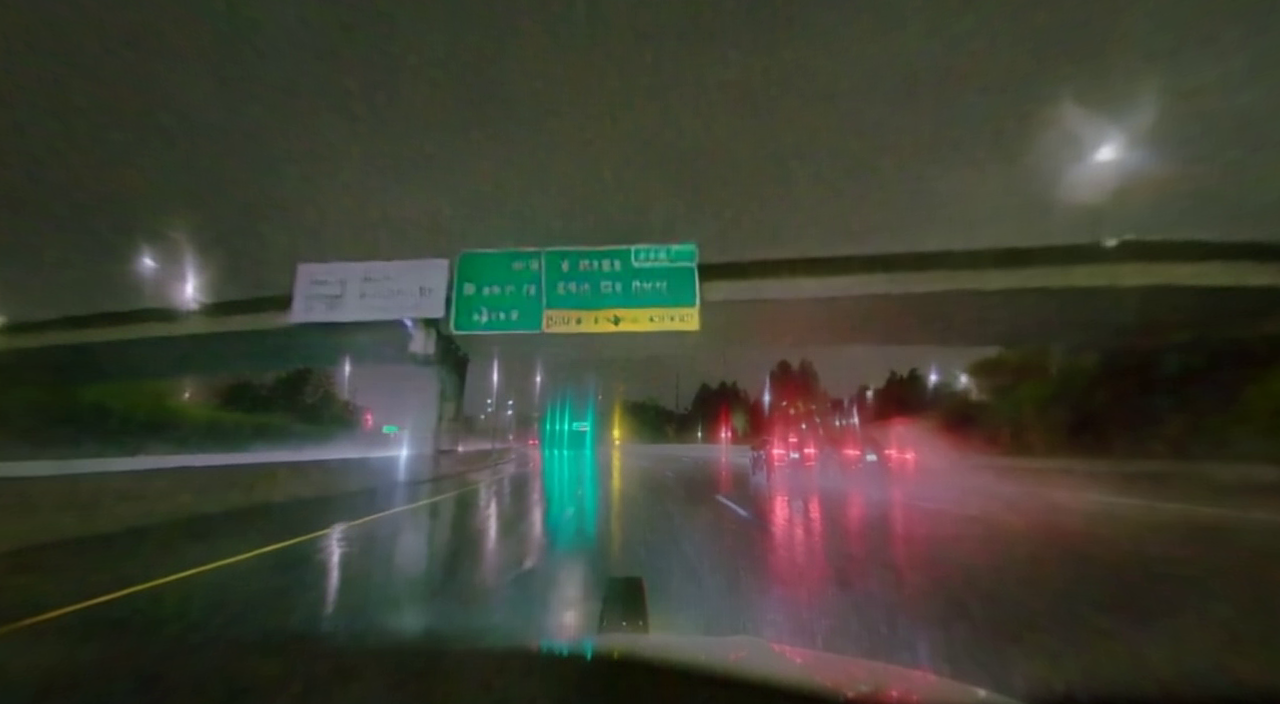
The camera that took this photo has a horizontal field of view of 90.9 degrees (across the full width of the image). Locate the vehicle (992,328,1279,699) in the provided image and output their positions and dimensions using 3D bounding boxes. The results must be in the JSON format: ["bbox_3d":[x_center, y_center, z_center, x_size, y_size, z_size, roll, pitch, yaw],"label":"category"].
[{"bbox_3d":[3.983,0.721,2.788,2.039,1.701,4.834,-1,-8,0],"label":"vehicle"}]
